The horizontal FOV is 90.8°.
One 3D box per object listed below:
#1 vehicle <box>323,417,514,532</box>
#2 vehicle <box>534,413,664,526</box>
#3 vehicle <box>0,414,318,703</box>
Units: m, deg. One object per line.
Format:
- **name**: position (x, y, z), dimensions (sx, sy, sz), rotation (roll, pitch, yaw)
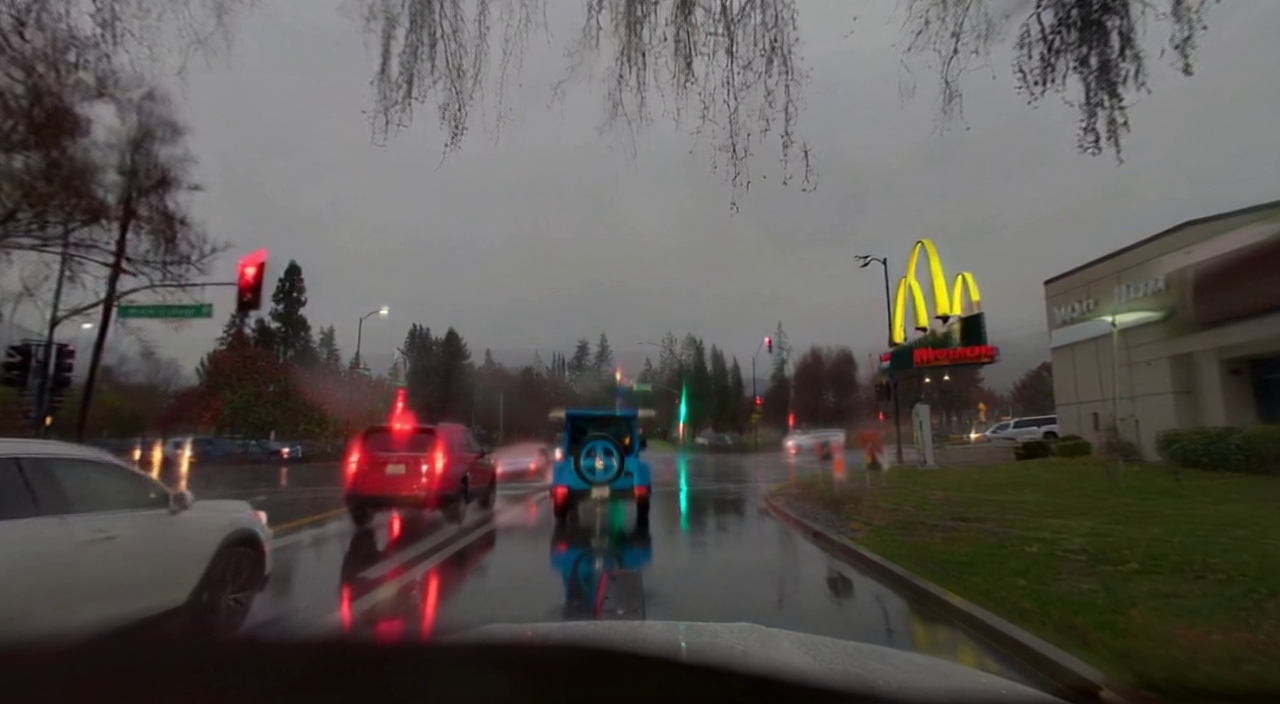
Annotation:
- **vehicle**: position (-3.987, 2.283, 12.378), dimensions (2.130, 1.819, 4.497), rotation (0, -8, -1)
- **vehicle**: position (-0.781, 2.369, 13.260), dimensions (2.224, 1.923, 4.643), rotation (0, -8, -2)
- **vehicle**: position (-3.910, 1.110, 3.437), dimensions (1.941, 1.479, 4.541), rotation (0, -8, -1)
